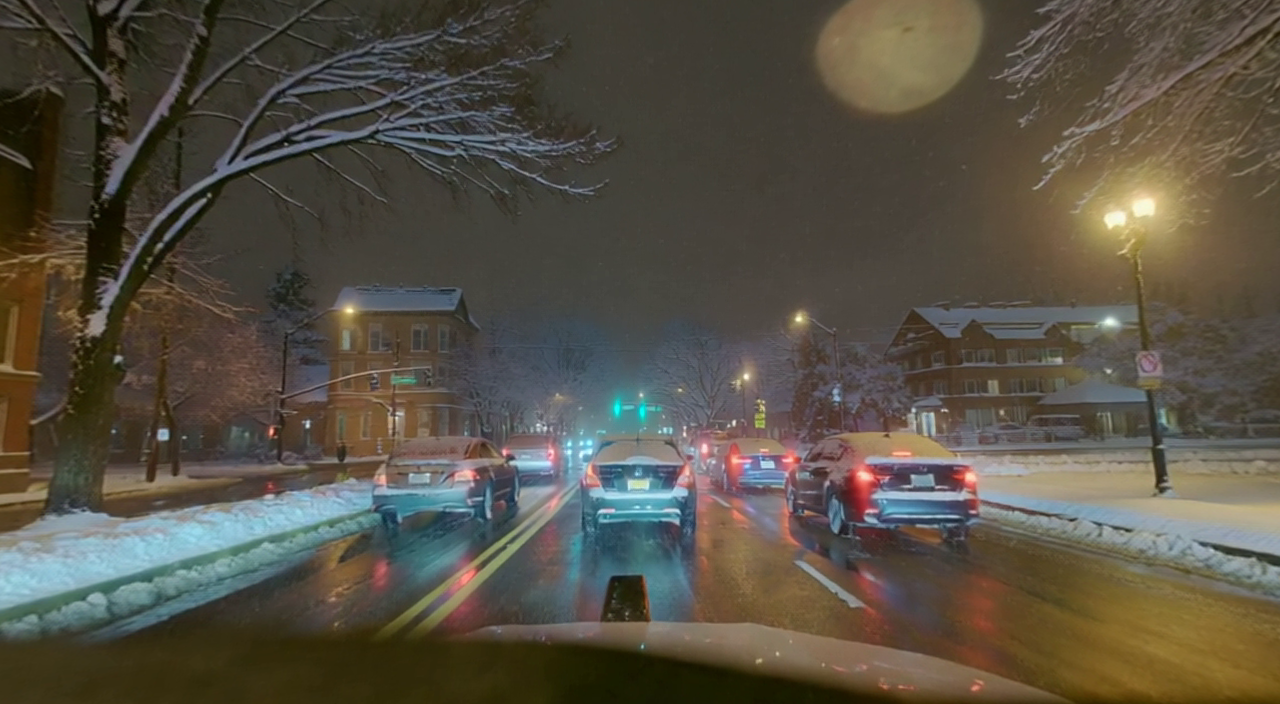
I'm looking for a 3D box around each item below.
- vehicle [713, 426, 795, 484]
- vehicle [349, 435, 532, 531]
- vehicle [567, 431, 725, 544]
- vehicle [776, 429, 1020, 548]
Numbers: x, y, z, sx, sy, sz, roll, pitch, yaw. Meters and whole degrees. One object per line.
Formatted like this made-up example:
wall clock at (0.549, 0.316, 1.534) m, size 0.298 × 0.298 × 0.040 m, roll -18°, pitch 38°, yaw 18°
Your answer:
vehicle at (4.189, 3.911, 24.211) m, size 2.142 × 1.957 × 5.443 m, roll 0°, pitch -8°, yaw 0°
vehicle at (-3.435, 2.327, 11.811) m, size 2.002 × 1.465 × 4.098 m, roll 0°, pitch -8°, yaw 1°
vehicle at (0.030, 2.098, 10.423) m, size 2.101 × 1.480 × 3.929 m, roll 0°, pitch -8°, yaw -1°
vehicle at (3.762, 2.064, 10.268) m, size 1.990 × 1.486 × 4.431 m, roll 0°, pitch -8°, yaw -2°
